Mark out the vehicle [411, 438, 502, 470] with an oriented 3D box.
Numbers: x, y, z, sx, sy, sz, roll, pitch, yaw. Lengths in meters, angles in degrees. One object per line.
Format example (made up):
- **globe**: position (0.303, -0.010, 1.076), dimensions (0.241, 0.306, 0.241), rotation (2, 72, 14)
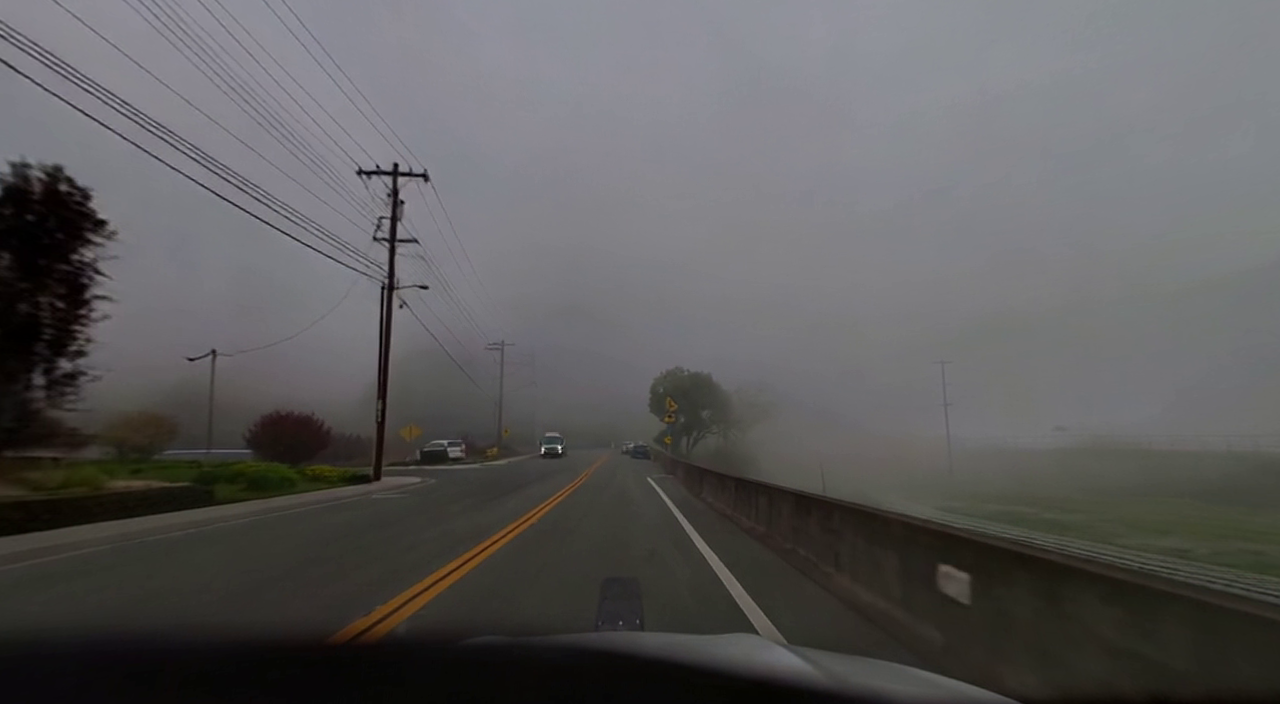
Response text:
- **vehicle**: position (-10.294, 5.750, 35.706), dimensions (4.500, 1.674, 1.915), rotation (8, -12, -42)
